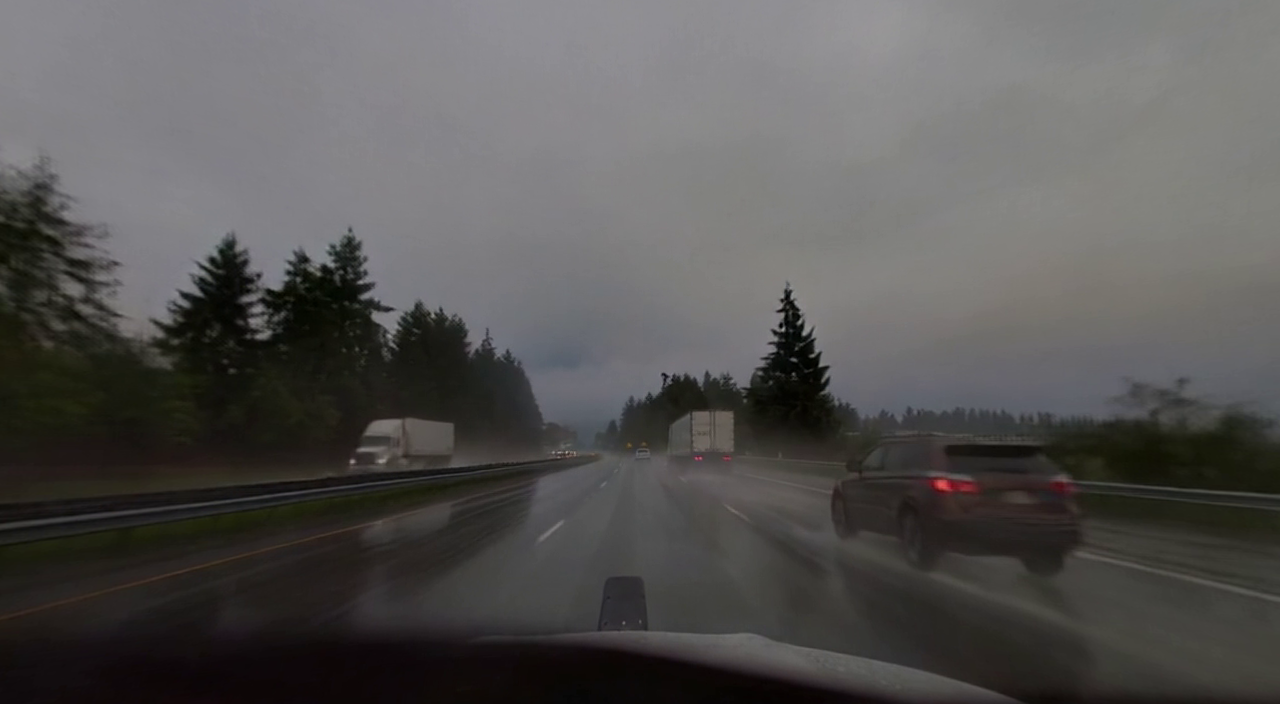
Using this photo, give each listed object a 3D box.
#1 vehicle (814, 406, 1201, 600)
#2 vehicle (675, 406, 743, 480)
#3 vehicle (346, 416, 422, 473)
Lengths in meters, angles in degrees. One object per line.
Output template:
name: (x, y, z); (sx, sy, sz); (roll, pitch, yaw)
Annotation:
vehicle: (3.761, 1.625, 7.592); (2.096, 1.653, 4.185); (0, -9, 0)
vehicle: (4.085, 5.779, 39.801); (3.117, 3.971, 10.593); (1, -9, 0)
vehicle: (-18.986, 6.908, 47.160); (2.947, 3.912, 5.781); (1, -9, 1)
